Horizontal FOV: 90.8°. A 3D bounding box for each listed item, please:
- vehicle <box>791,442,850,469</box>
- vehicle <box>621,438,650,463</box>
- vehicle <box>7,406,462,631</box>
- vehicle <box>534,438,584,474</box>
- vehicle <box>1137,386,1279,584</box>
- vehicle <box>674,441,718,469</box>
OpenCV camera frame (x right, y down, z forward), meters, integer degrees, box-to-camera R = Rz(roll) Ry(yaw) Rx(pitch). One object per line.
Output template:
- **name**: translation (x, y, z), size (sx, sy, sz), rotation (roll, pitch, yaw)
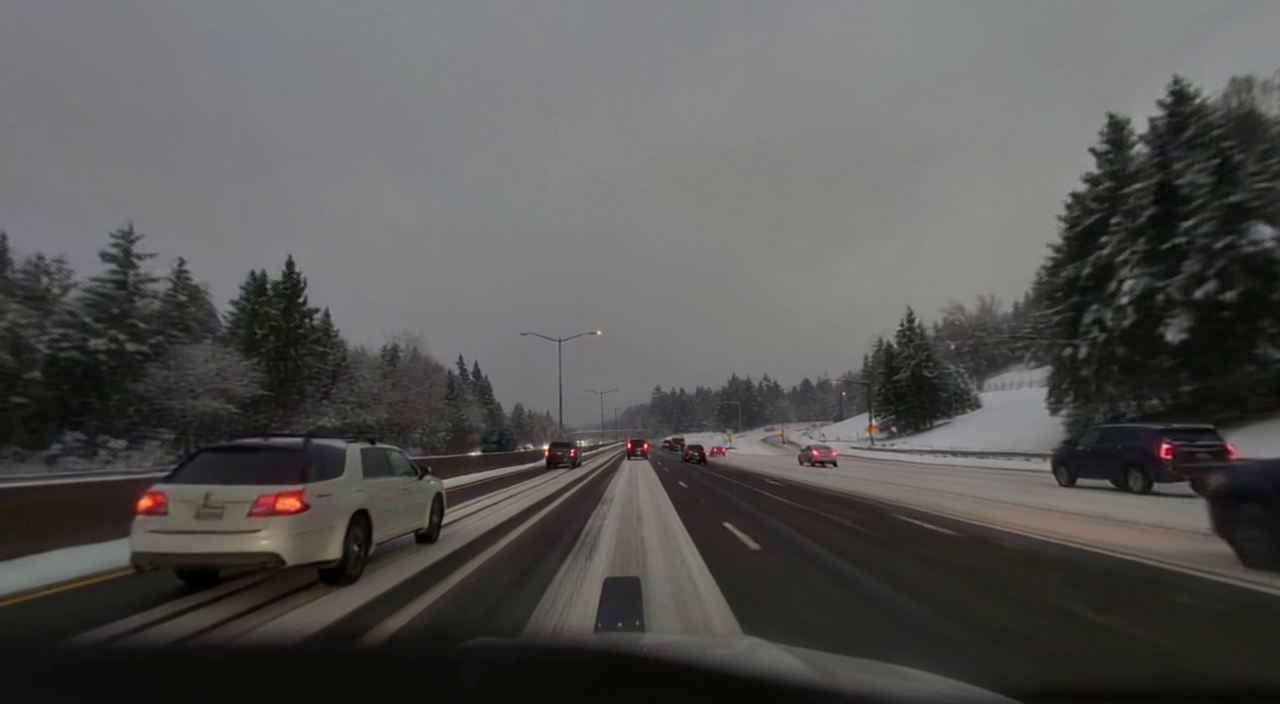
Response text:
- **vehicle**: translation (9.633, 5.561, 34.083), size (1.910, 1.384, 3.867), rotation (0, -8, -2)
- **vehicle**: translation (-0.380, 7.667, 49.311), size (2.192, 1.813, 4.864), rotation (0, -8, -1)
- **vehicle**: translation (-3.643, 1.567, 6.954), size (2.119, 1.654, 4.353), rotation (0, -8, 0)
- **vehicle**: translation (-4.028, 5.261, 32.141), size (1.992, 1.651, 4.185), rotation (0, -8, 0)
- **vehicle**: translation (6.488, 0.974, 4.412), size (2.105, 1.655, 4.652), rotation (0, -8, -2)
- **vehicle**: translation (3.153, 5.944, 36.624), size (2.007, 1.469, 4.337), rotation (0, -8, -2)
